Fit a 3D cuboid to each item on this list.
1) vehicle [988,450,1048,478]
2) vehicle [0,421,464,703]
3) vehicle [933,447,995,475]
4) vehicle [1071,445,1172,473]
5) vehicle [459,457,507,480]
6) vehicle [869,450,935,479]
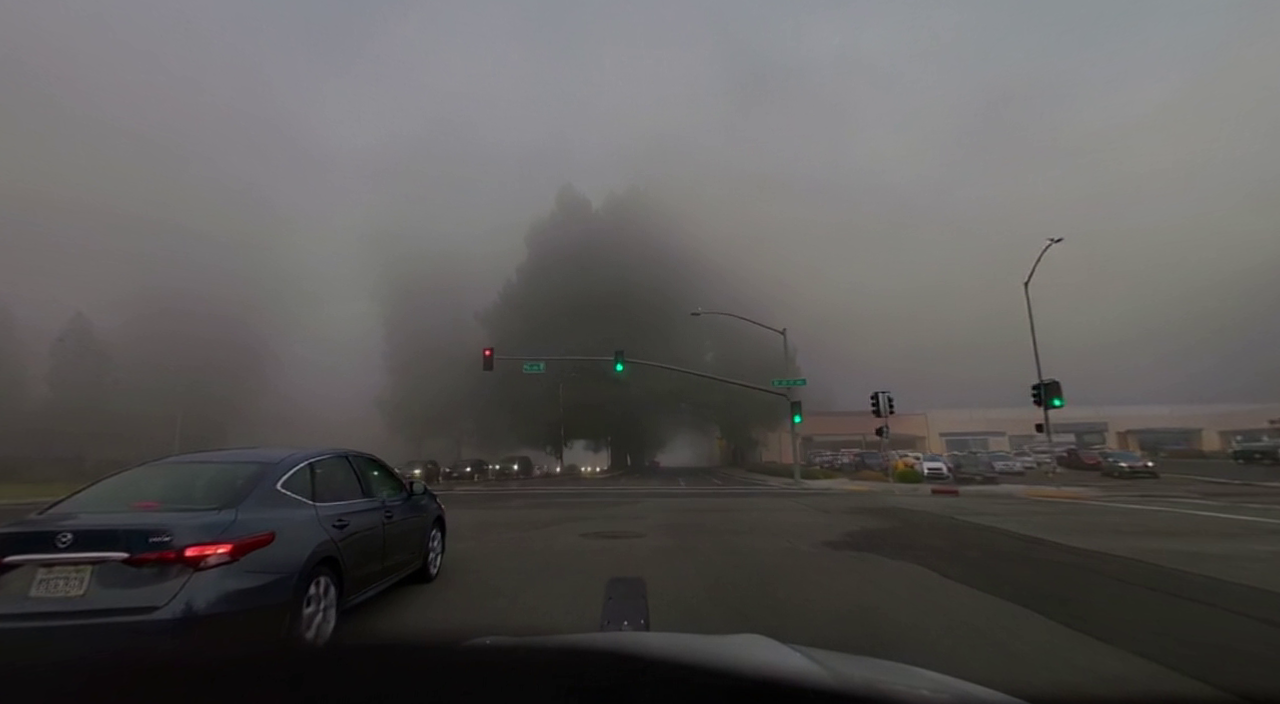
[{"bbox_3d":[20.280,5.939,33.727,1.930,1.410,4.313,-8,-11,40],"label":"vehicle"},{"bbox_3d":[-3.011,1.374,4.834,1.924,1.482,4.734,0,-9,0],"label":"vehicle"},{"bbox_3d":[18.203,6.064,35.318,1.945,1.434,4.293,-8,-12,42],"label":"vehicle"},{"bbox_3d":[28.160,6.238,36.900,4.678,1.558,1.883,1,-9,-10],"label":"vehicle"},{"bbox_3d":[-10.910,8.125,44.089,2.001,1.458,4.278,-1,-9,4],"label":"vehicle"},{"bbox_3d":[15.792,6.704,37.806,2.060,1.445,4.712,-10,-11,41],"label":"vehicle"}]
